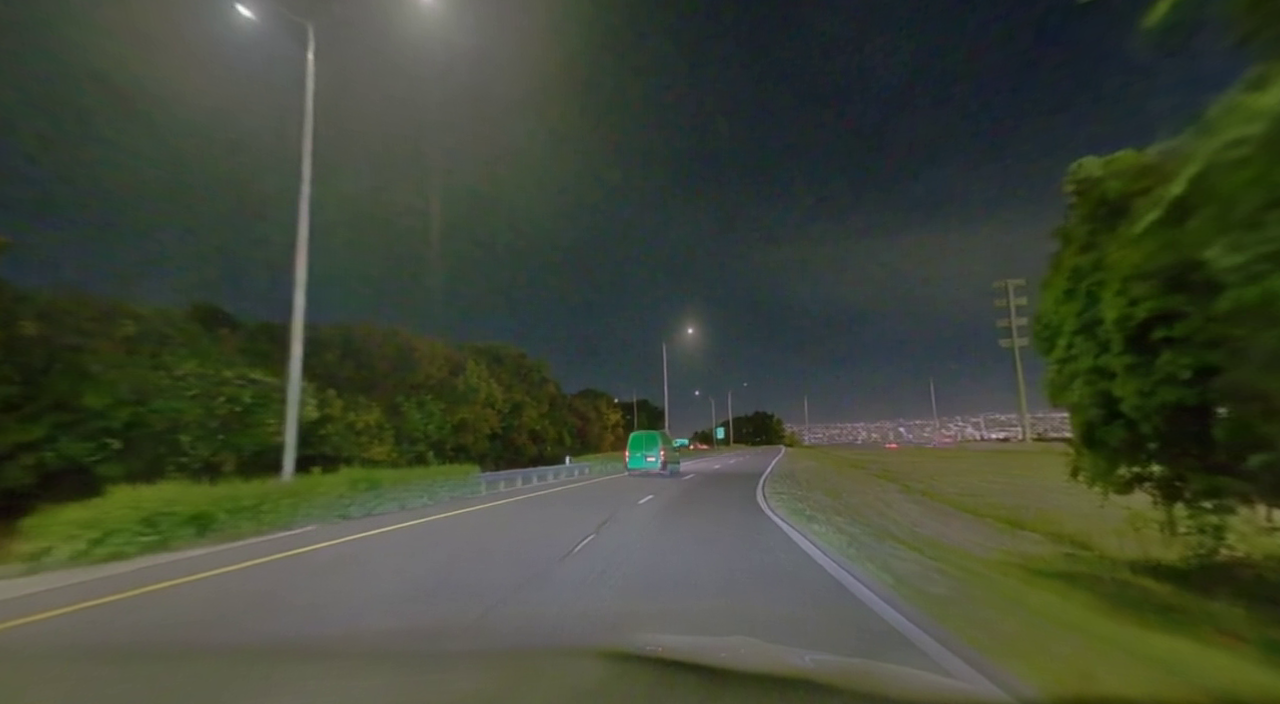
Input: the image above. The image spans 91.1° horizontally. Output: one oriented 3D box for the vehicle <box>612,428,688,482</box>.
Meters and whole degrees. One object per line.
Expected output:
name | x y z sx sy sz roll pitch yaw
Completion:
vehicle | 0.540 4.259 26.250 2.270 2.023 4.632 -2 -9 12
